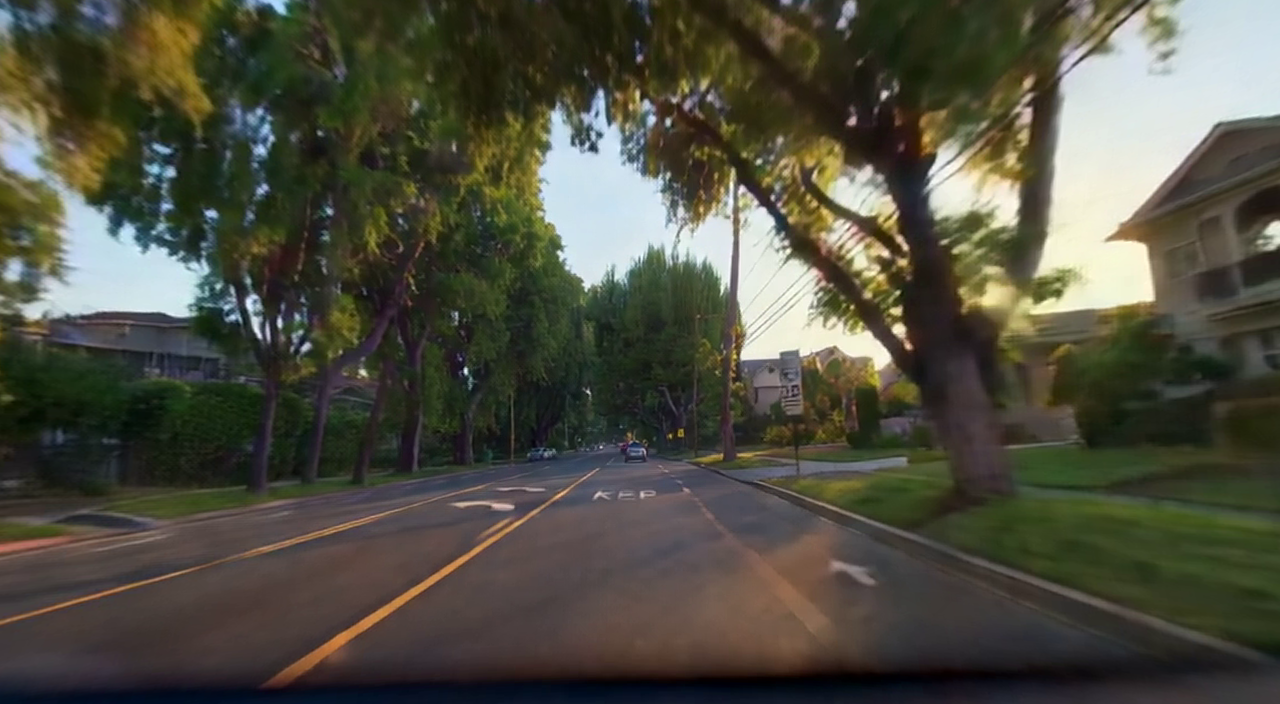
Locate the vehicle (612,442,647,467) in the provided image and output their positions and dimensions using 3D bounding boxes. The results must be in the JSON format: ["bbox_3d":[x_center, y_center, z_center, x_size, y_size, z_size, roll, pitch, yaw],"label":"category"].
[{"bbox_3d":[-0.678,6.579,40.626,2.104,1.500,3.815,0,-9,-1],"label":"vehicle"}]
